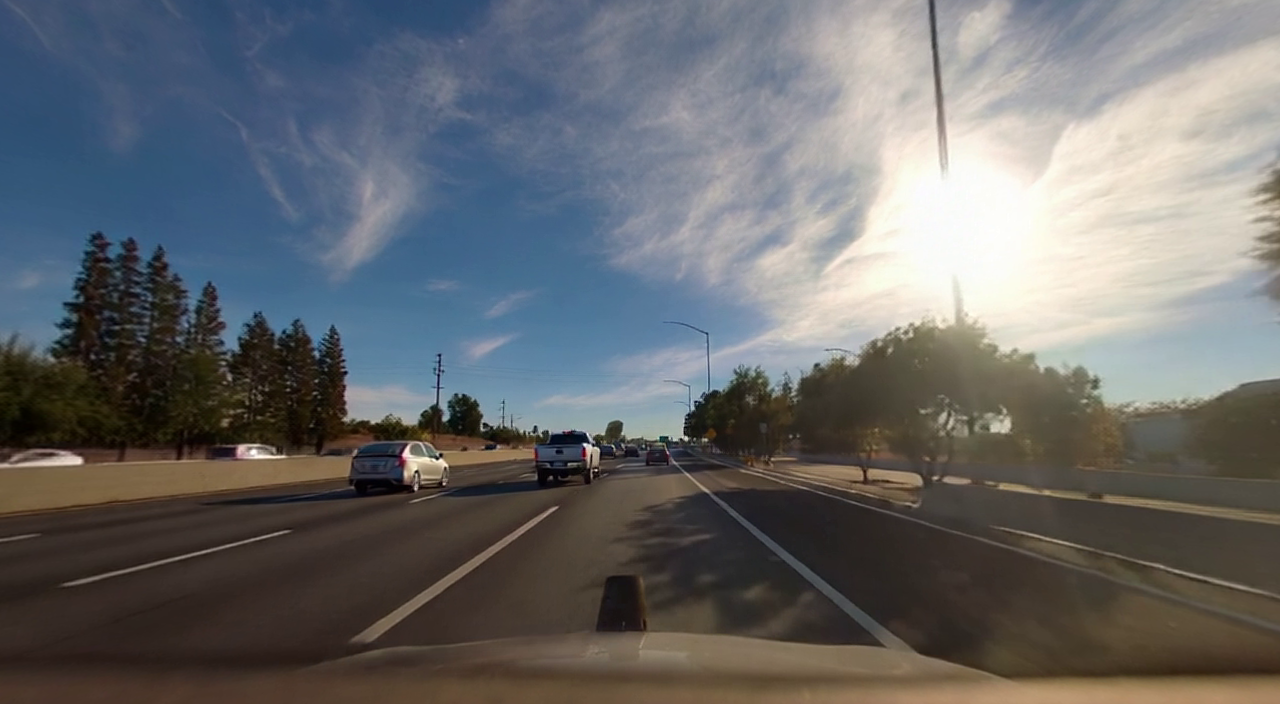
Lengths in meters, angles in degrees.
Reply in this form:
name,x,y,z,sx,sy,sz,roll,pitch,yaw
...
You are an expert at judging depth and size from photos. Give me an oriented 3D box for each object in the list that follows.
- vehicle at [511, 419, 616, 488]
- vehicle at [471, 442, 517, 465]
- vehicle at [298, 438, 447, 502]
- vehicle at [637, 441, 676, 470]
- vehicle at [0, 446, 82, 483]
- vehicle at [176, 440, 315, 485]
name,x,y,z,sx,sy,sz,roll,pitch,yaw
vehicle,-2.481,3.610,22.626,2.815,2.092,6.526,0,-8,1
vehicle,-9.847,6.862,42.745,1.915,1.472,4.502,0,-8,2
vehicle,-6.974,3.090,16.993,1.964,1.481,4.425,0,-8,2
vehicle,0.861,5.582,34.148,2.013,1.444,4.447,0,-8,1
vehicle,-28.152,4.978,27.930,1.805,1.574,5.082,0,-8,2
vehicle,-14.278,4.006,23.150,1.938,1.475,4.760,0,-8,2
